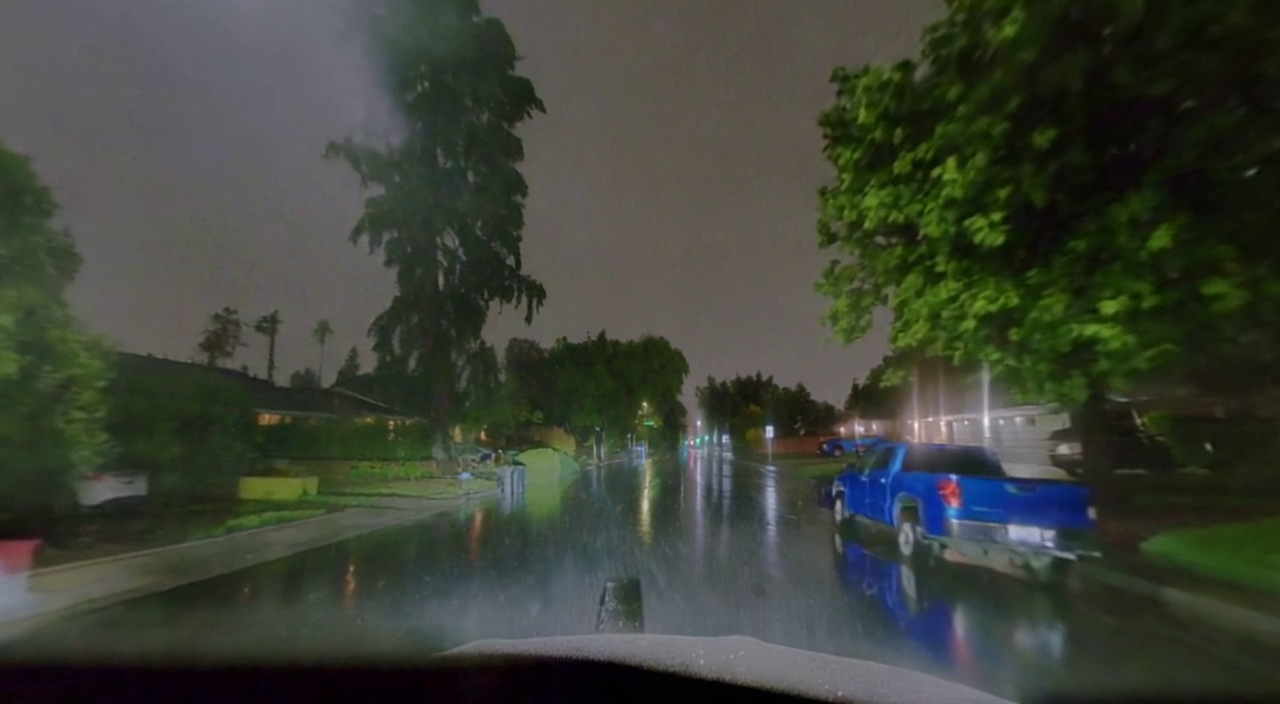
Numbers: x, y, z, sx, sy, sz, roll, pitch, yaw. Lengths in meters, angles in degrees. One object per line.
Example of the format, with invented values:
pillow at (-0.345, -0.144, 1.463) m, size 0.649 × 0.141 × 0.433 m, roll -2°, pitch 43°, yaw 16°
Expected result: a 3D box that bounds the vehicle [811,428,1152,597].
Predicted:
vehicle at (3.649, 1.751, 7.842) m, size 2.006 × 1.494 × 4.211 m, roll 0°, pitch -8°, yaw 2°
